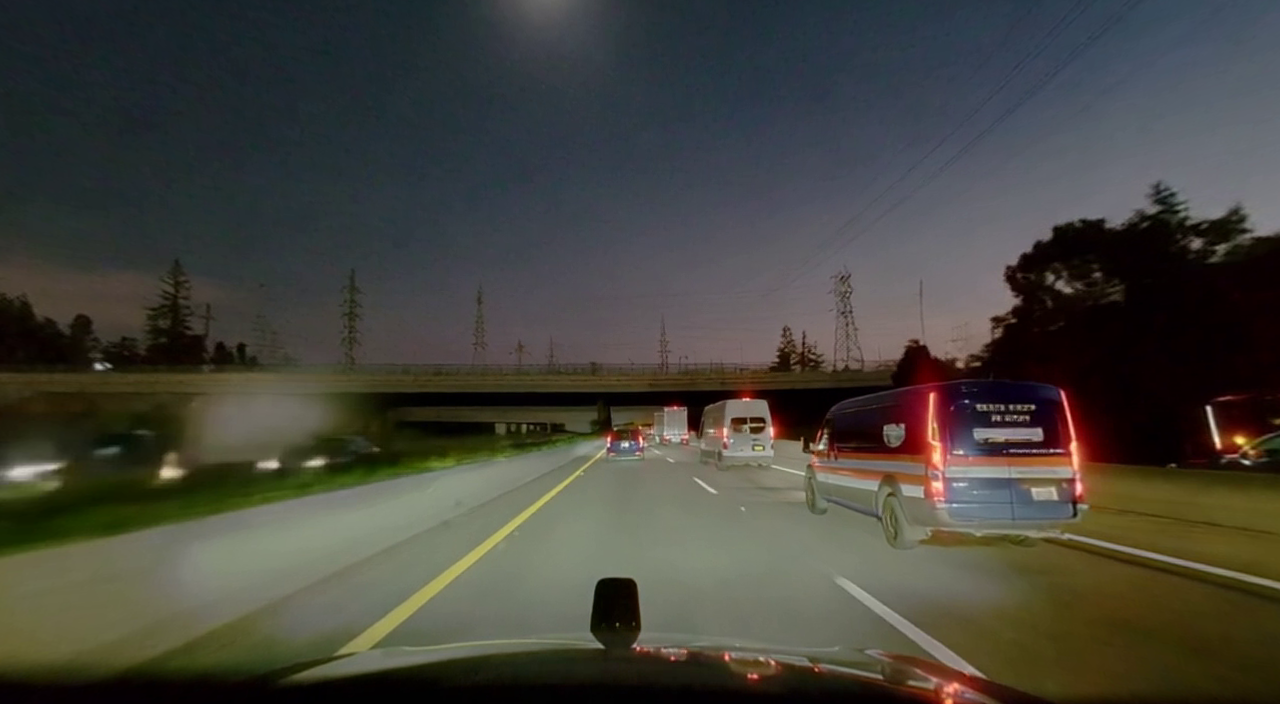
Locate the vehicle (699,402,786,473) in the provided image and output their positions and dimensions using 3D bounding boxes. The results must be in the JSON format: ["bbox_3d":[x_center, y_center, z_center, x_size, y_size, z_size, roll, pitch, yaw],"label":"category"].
[{"bbox_3d":[3.924,3.436,25.344,2.387,2.506,5.374,0,-8,-2],"label":"vehicle"}]

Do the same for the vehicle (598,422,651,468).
[{"bbox_3d":[-0.650,3.900,26.629,2.073,1.750,4.116,0,-8,-2],"label":"vehicle"}]

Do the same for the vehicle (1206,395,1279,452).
[{"bbox_3d":[45.063,5.367,46.878,3.543,3.992,2.997,-5,-9,30],"label":"vehicle"}]

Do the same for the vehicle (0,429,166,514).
[{"bbox_3d":[-13.834,2.671,14.702,2.056,1.689,4.491,0,-8,-1],"label":"vehicle"}]

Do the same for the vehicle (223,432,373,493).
[{"bbox_3d":[-9.495,3.069,17.985,1.952,1.507,4.281,0,-8,-1],"label":"vehicle"}]
